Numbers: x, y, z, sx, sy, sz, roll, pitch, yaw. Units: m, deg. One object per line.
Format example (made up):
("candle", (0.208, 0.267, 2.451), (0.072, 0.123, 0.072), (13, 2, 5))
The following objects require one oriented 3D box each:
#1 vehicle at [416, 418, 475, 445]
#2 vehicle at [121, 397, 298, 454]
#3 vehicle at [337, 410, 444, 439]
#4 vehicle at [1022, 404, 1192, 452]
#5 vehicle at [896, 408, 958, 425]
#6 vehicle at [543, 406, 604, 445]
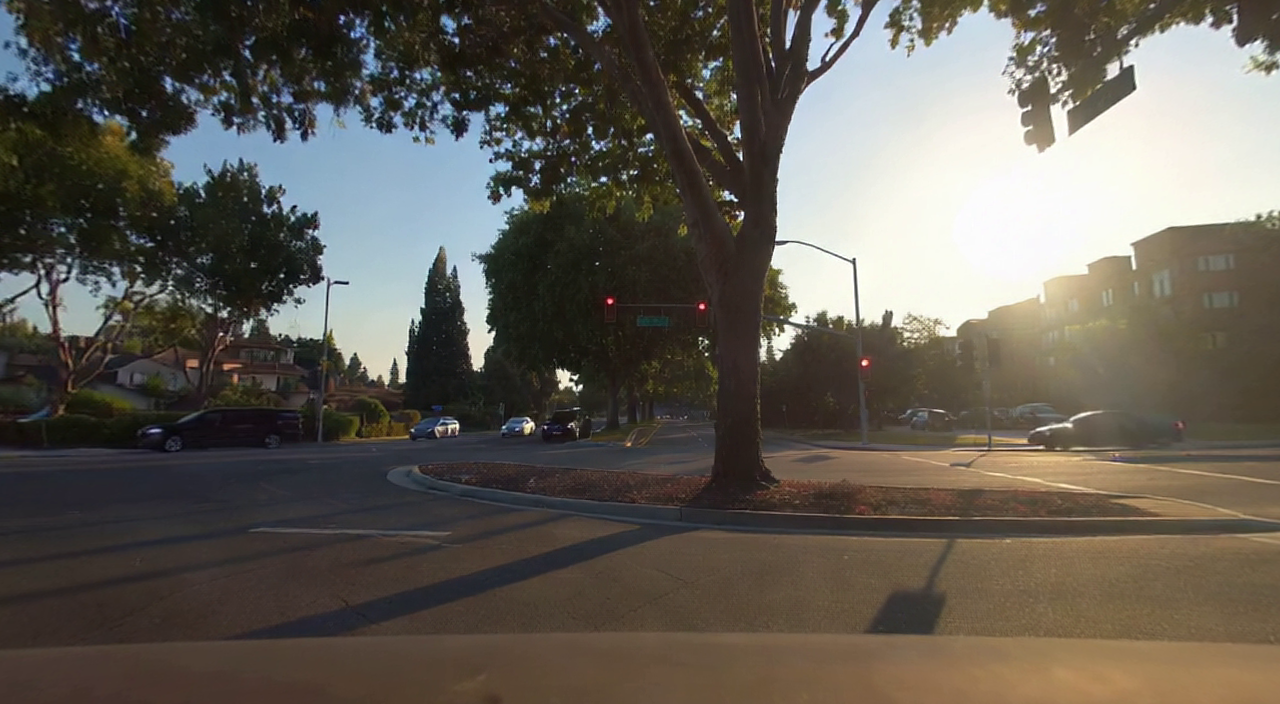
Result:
("vehicle", (-11.541, 4.821, 37.824), (1.899, 1.510, 4.294), (-1, -9, 4))
("vehicle", (-16.166, 2.864, 23.995), (2.340, 1.902, 4.920), (-6, -10, 35))
("vehicle", (-17.141, 5.099, 43.761), (6.496, 1.847, 2.164), (8, -12, -42))
("vehicle", (16.733, 2.790, 22.885), (4.454, 1.643, 1.809), (-2, -9, 13))
("vehicle", (21.990, 4.942, 48.447), (3.933, 1.219, 1.700), (-1, -9, 3))
("vehicle", (-3.456, 4.032, 33.918), (2.306, 1.907, 5.382), (-1, -9, 4))
